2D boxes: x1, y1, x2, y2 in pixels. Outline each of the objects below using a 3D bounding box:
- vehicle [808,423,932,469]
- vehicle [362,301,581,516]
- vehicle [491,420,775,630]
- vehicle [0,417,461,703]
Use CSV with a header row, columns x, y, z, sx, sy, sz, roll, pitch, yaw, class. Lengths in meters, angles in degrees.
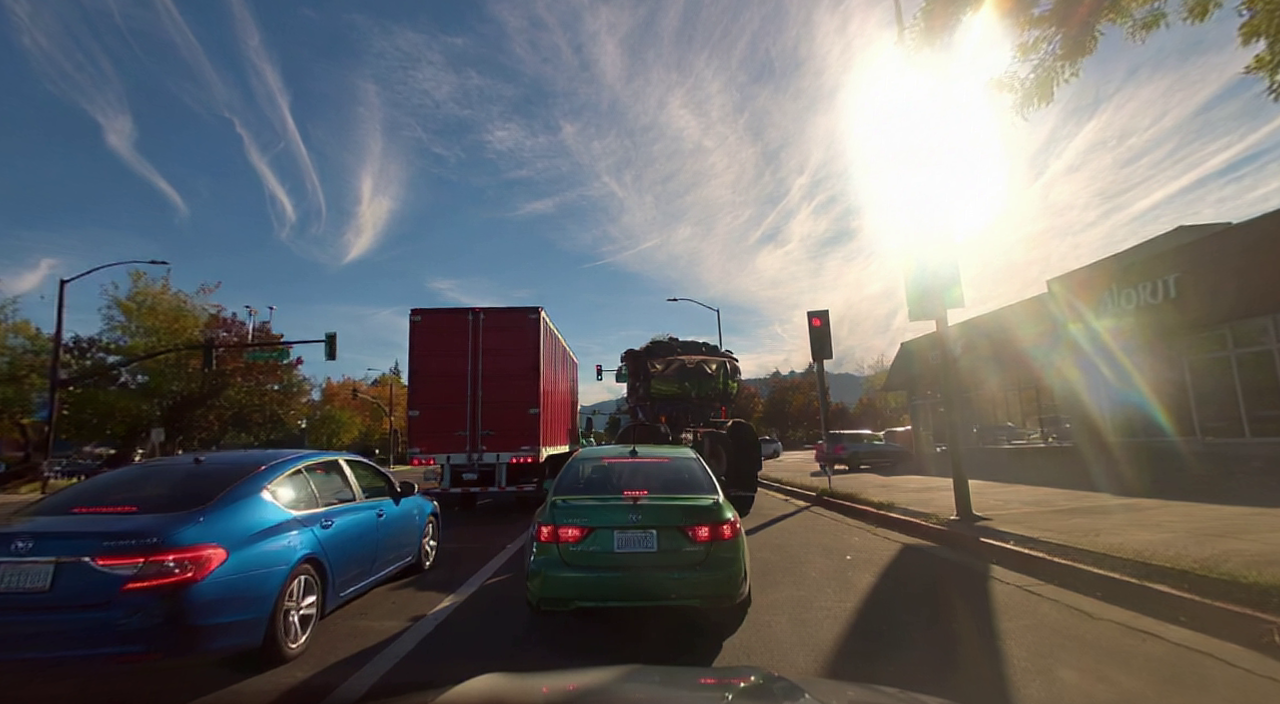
x,y,z,sx,sy,sz,roll,pitch,yaw,class
10.218,4.185,27.998,4.681,1.713,1.969,-1,-10,-11,vehicle
-3.258,1.480,14.620,3.020,3.800,7.105,0,-8,1,vehicle
-0.106,1.569,6.707,2.067,1.506,4.118,0,-8,-2,vehicle
-3.096,1.370,5.158,1.969,1.471,4.378,0,-8,0,vehicle
